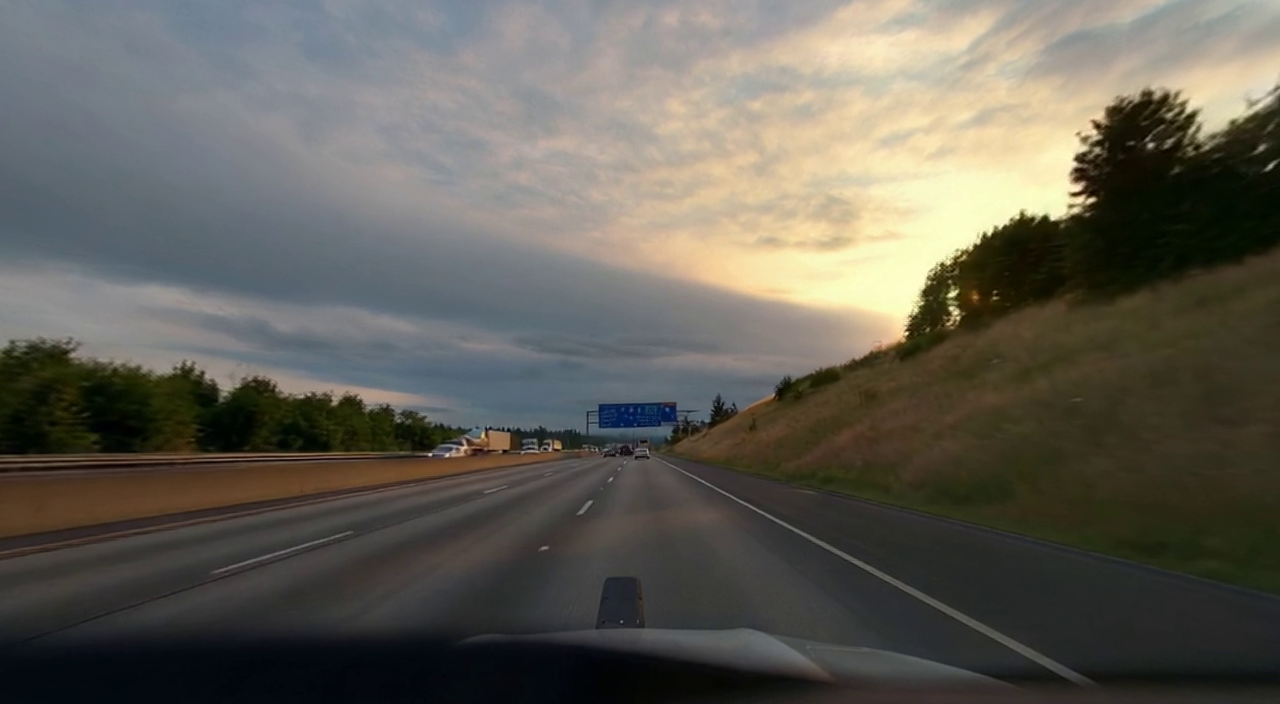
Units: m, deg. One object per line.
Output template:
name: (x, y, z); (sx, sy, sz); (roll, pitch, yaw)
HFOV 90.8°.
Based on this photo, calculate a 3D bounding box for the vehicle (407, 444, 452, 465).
vehicle: (-16.039, 7.838, 48.239); (1.918, 1.483, 4.211); (0, -9, 1)
